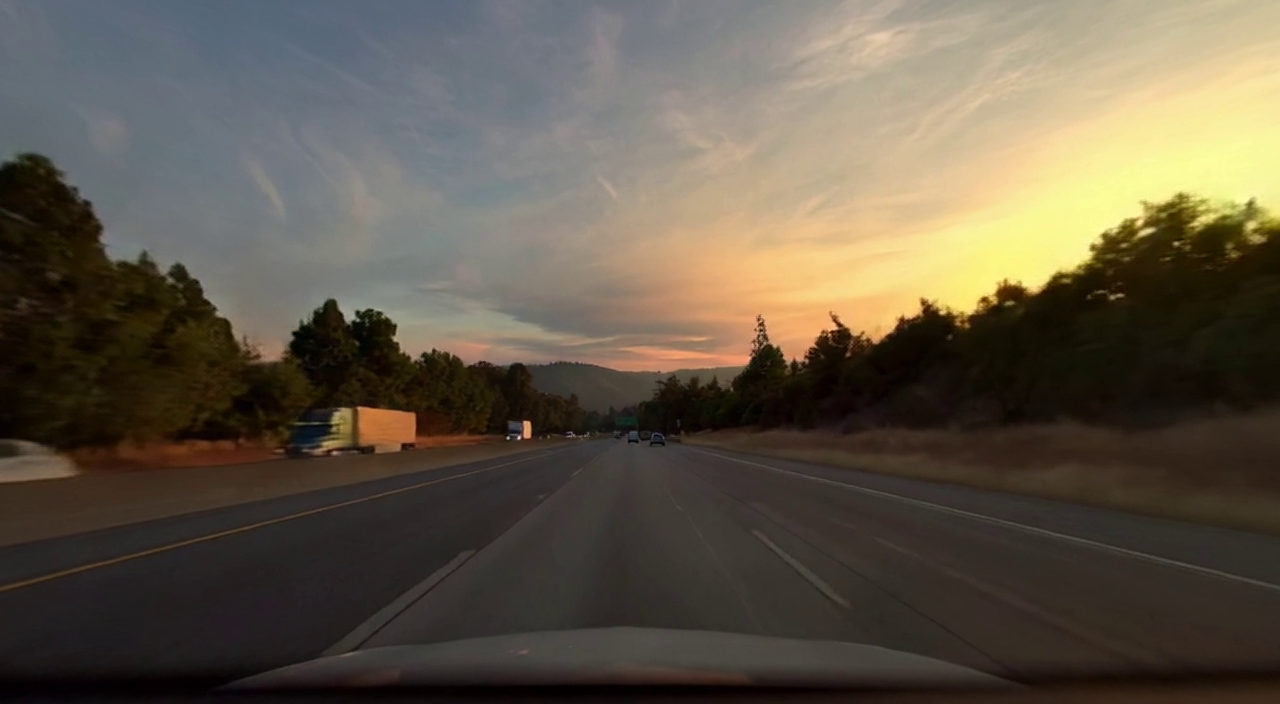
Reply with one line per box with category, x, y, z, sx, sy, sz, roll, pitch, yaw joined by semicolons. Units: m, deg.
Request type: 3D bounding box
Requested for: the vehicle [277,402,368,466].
vehicle;-21.265;5.550;42.592;3.028;4.008;5.961;0;-8;-1
